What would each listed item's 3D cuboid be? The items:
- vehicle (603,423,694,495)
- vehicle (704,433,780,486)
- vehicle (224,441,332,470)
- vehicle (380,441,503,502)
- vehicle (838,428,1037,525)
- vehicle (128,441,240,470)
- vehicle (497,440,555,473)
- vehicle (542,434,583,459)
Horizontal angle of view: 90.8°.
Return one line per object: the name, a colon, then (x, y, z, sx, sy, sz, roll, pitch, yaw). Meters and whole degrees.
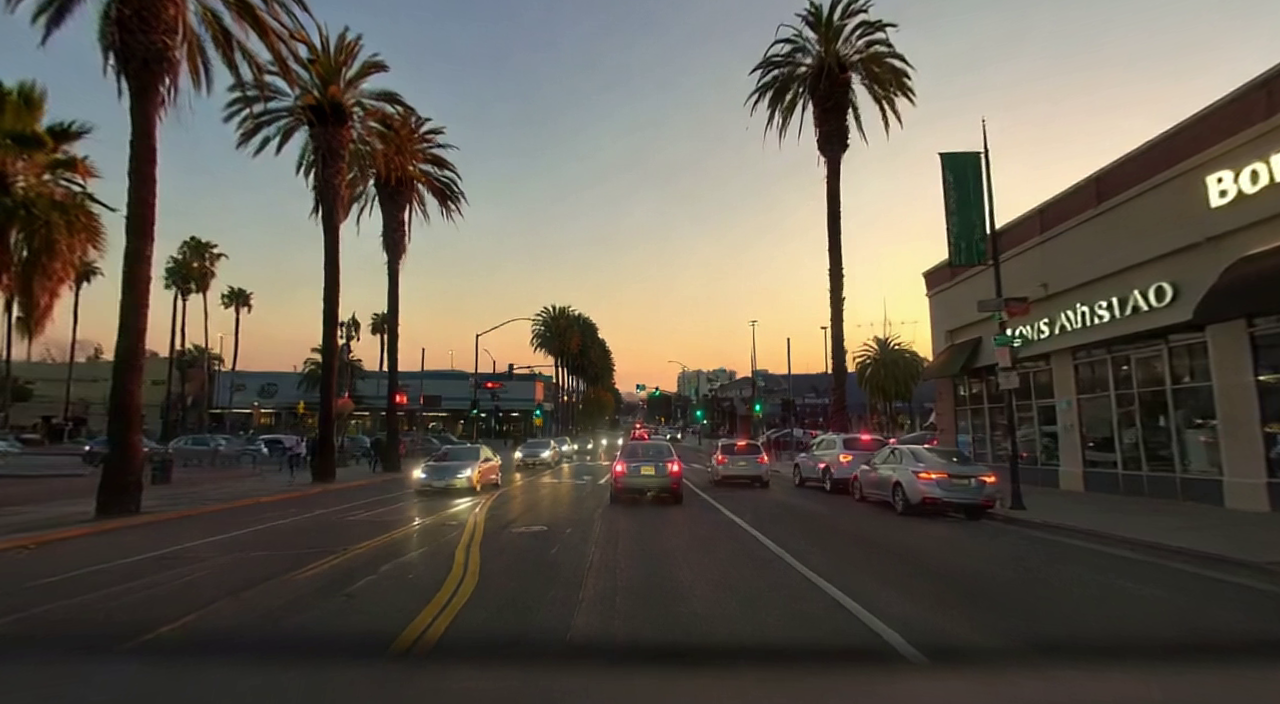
vehicle: (0.172, 3.018, 18.166, 2.264, 1.798, 4.531, 0, -8, -1)
vehicle: (3.602, 3.907, 23.243, 2.070, 1.711, 4.480, 0, -8, 0)
vehicle: (-19.669, 5.635, 34.513, 1.759, 1.457, 4.727, -7, -11, 37)
vehicle: (-5.192, 3.173, 17.284, 1.946, 1.412, 4.657, 0, -8, -1)
vehicle: (6.137, 2.611, 13.830, 2.008, 1.729, 4.647, 0, -8, -1)
vehicle: (-25.735, 5.817, 35.883, 1.873, 1.507, 4.809, -3, -8, 23)
vehicle: (-5.525, 5.132, 31.291, 2.092, 1.504, 4.374, 0, -8, -1)
vehicle: (-5.633, 6.966, 46.569, 2.341, 1.762, 4.865, 0, -8, 0)
